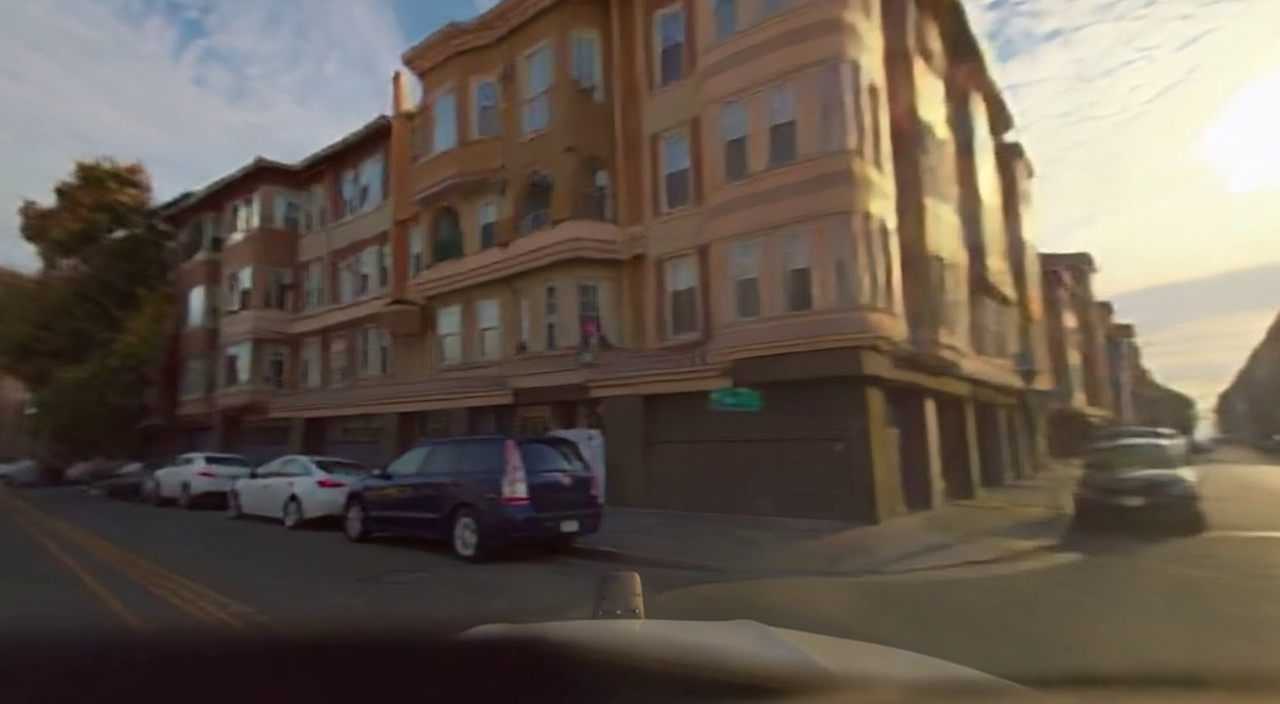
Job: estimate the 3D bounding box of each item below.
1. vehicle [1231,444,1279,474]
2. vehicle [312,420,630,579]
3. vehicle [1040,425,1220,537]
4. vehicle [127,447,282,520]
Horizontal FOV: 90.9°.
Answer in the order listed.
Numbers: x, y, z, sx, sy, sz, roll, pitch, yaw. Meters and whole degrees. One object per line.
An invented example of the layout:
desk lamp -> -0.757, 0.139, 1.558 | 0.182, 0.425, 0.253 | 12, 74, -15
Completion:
vehicle -> 37.108, 6.346, 37.607 | 2.341, 1.675, 4.360 | -8, -11, 40
vehicle -> -2.560, 1.875, 8.899 | 4.679, 1.631, 2.025 | -8, -11, 40
vehicle -> 7.948, 1.979, 10.291 | 1.882, 1.459, 3.518 | -7, -10, 38
vehicle -> -11.482, 3.327, 16.503 | 4.543, 1.595, 1.968 | -7, -10, 38
